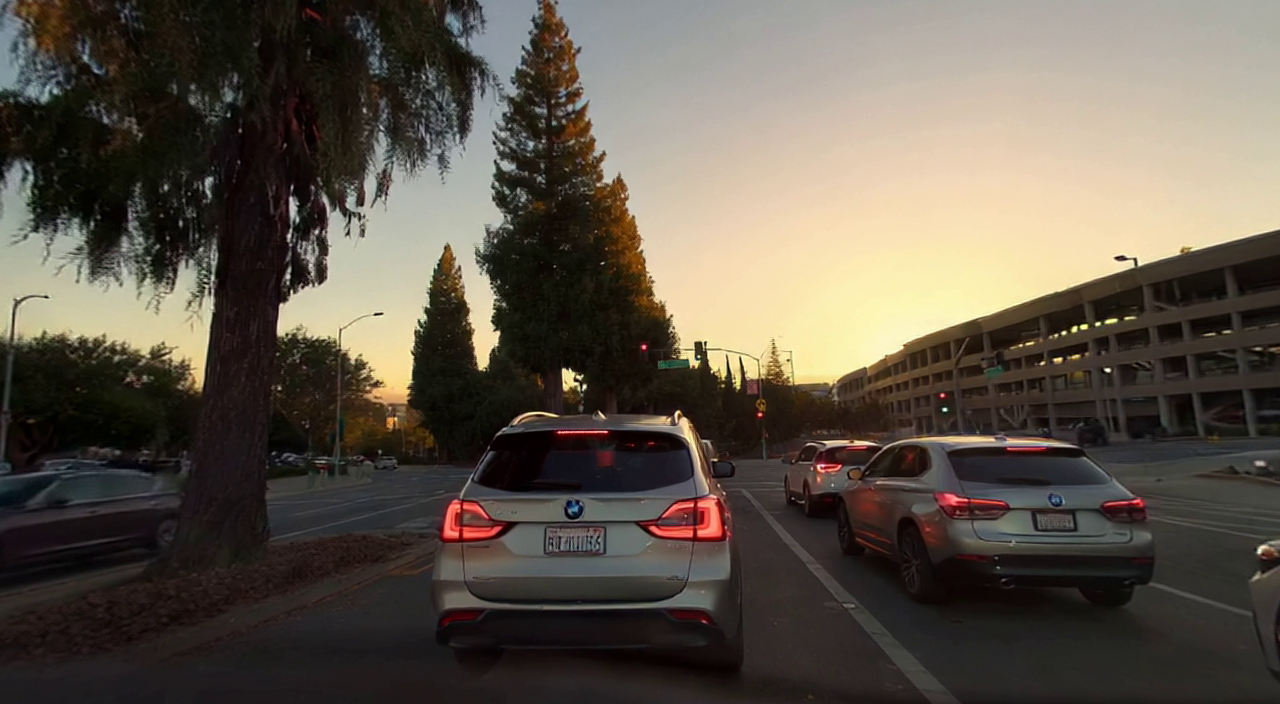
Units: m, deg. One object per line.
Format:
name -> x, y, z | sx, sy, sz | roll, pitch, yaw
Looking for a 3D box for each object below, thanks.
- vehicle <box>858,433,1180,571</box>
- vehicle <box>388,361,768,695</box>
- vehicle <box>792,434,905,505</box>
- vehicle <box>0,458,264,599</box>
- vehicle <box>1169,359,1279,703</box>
vehicle -> 4.908, 1.968, 9.180 | 1.963, 1.480, 4.553 | 0, -8, 2
vehicle -> -0.205, 1.238, 5.571 | 2.021, 1.742, 4.295 | -1, -8, 4
vehicle -> 5.333, 3.034, 16.727 | 1.994, 1.638, 4.100 | -1, -9, 6
vehicle -> -8.167, 2.351, 9.192 | 2.163, 1.500, 4.753 | -1, -8, 5
vehicle -> 4.049, 0.612, 1.108 | 1.993, 1.719, 4.953 | 0, -8, 1
